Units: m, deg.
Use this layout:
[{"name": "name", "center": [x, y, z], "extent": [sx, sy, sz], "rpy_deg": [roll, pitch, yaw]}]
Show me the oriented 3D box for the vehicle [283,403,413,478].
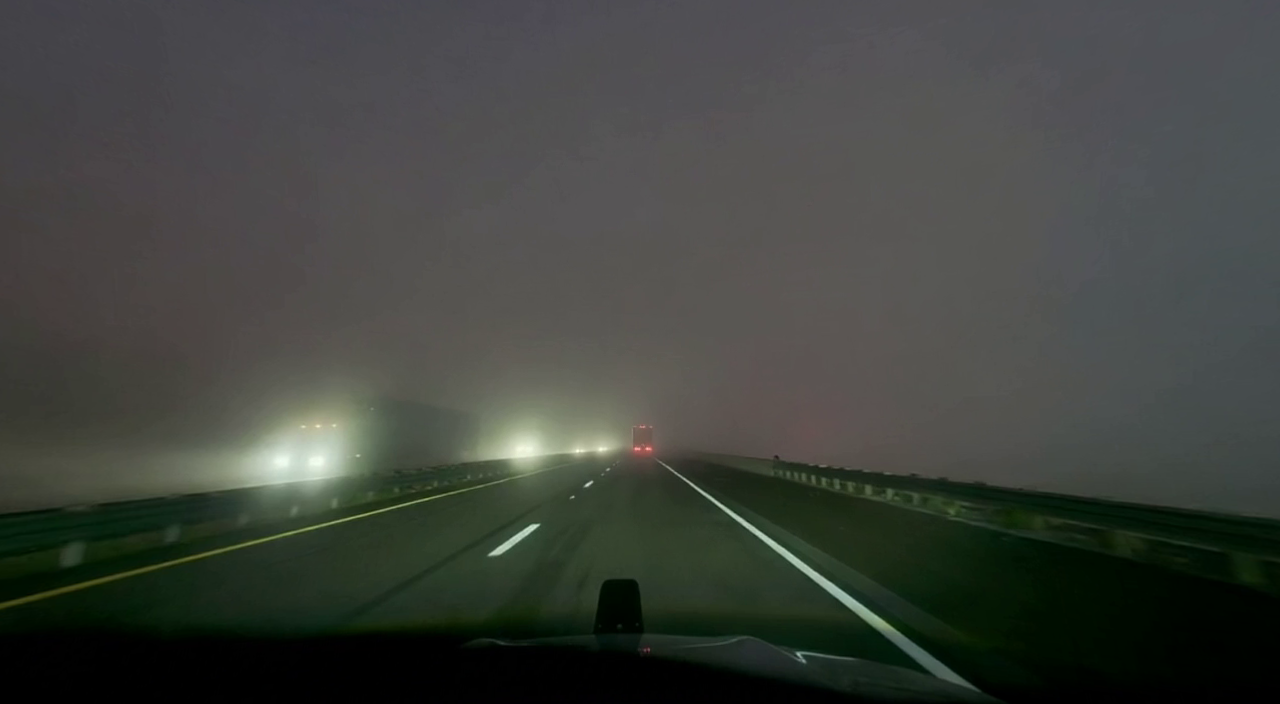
[{"name": "vehicle", "center": [-17.345, 5.470, 38.651], "extent": [2.964, 3.929, 10.326], "rpy_deg": [0, -9, 0]}]
